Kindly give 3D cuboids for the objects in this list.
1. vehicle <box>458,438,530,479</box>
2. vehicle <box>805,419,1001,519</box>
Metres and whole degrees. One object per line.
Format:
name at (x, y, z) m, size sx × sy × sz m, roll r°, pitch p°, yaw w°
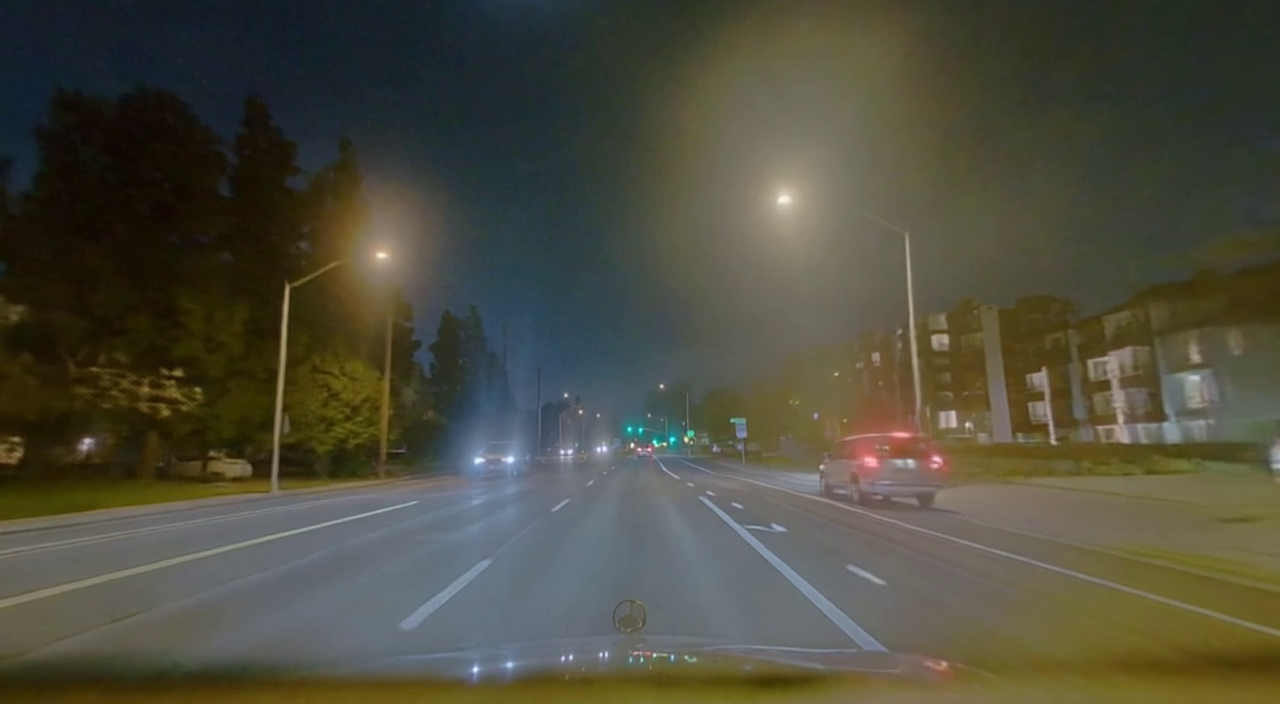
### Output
vehicle at (-7.354, 5.453, 32.371) m, size 2.325 × 1.877 × 5.690 m, roll -1°, pitch -9°, yaw 1°
vehicle at (5.441, 2.493, 13.920) m, size 2.114 × 1.799 × 4.960 m, roll 0°, pitch -9°, yaw -1°
